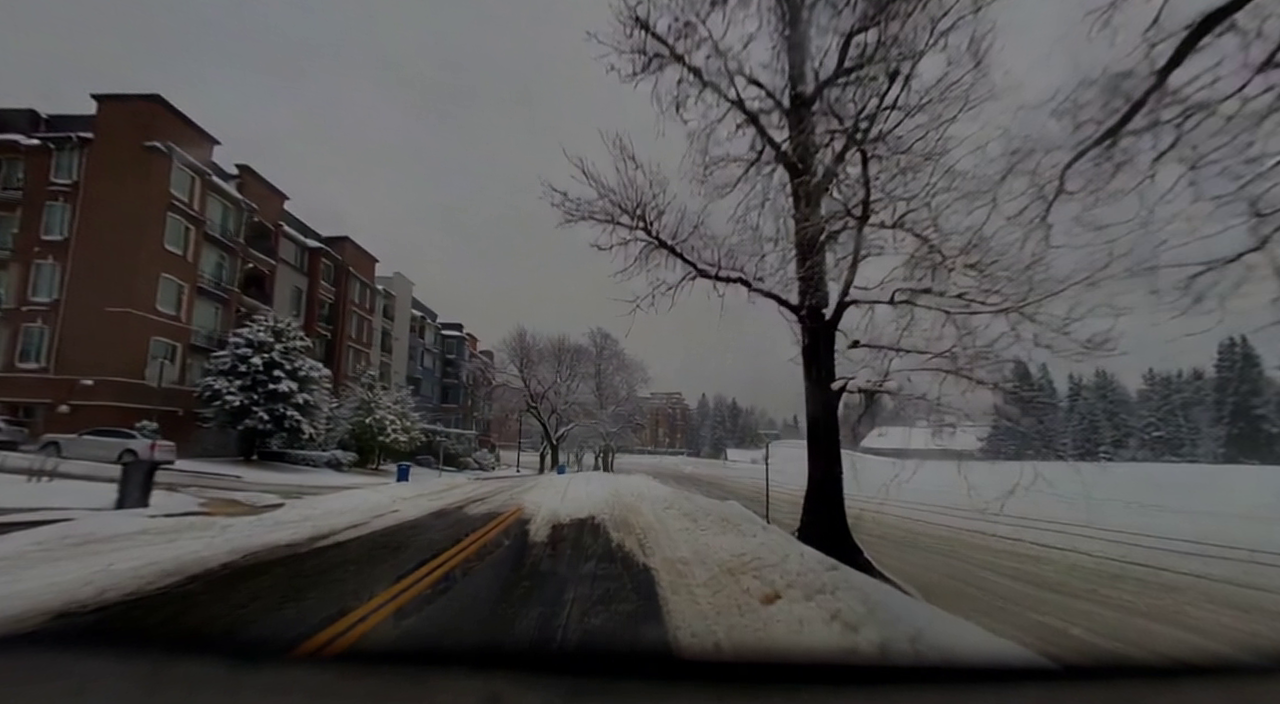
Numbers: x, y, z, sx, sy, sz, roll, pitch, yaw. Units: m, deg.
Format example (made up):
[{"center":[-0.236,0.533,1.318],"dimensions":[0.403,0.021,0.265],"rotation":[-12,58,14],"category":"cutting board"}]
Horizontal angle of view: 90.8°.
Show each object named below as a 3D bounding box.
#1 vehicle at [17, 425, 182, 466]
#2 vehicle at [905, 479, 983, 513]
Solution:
[{"center":[-19.793,3.440,23.269],"dimensions":[4.322,1.436,1.827],"rotation":[0,-8,0],"category":"vehicle"},{"center":[19.888,9.402,41.615],"dimensions":[2.322,1.818,4.871],"rotation":[1,-8,-5],"category":"vehicle"}]
